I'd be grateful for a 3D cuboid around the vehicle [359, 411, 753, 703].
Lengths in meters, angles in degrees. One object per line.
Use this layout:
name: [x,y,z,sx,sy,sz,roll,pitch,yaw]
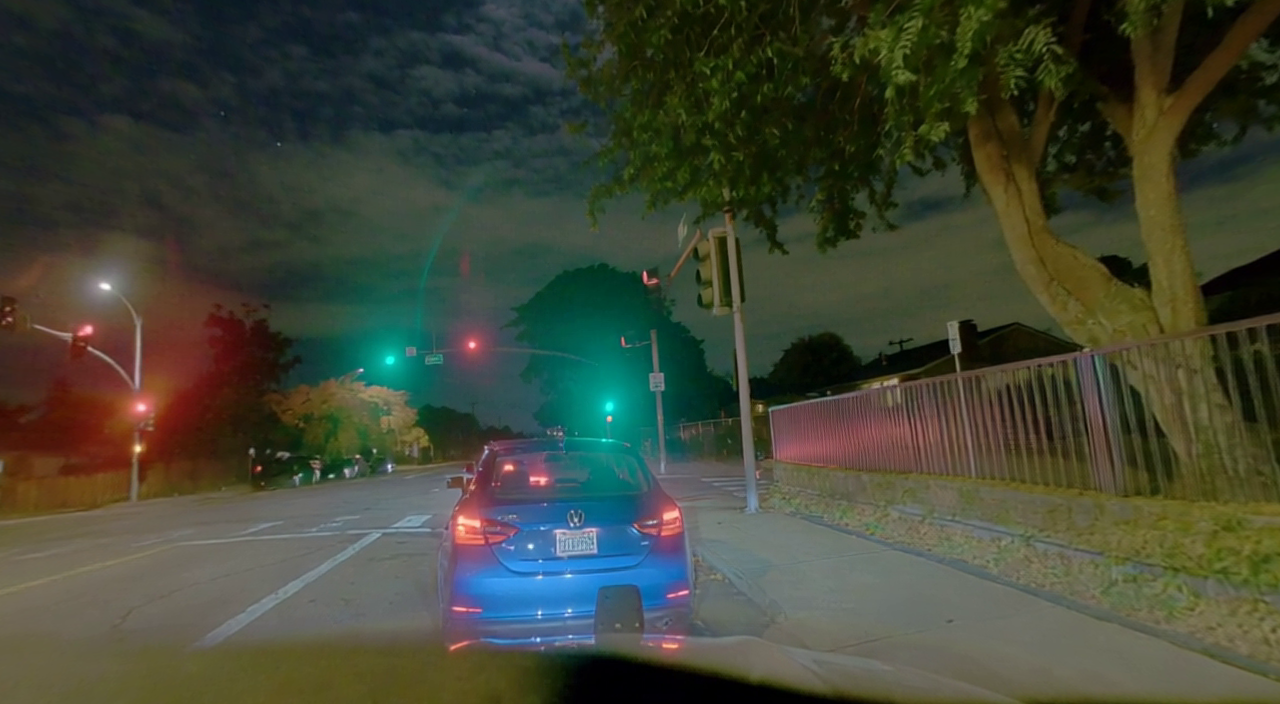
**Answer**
vehicle: [-0.678,1.339,5.181,2.024,1.502,3.702,1,-8,-9]
